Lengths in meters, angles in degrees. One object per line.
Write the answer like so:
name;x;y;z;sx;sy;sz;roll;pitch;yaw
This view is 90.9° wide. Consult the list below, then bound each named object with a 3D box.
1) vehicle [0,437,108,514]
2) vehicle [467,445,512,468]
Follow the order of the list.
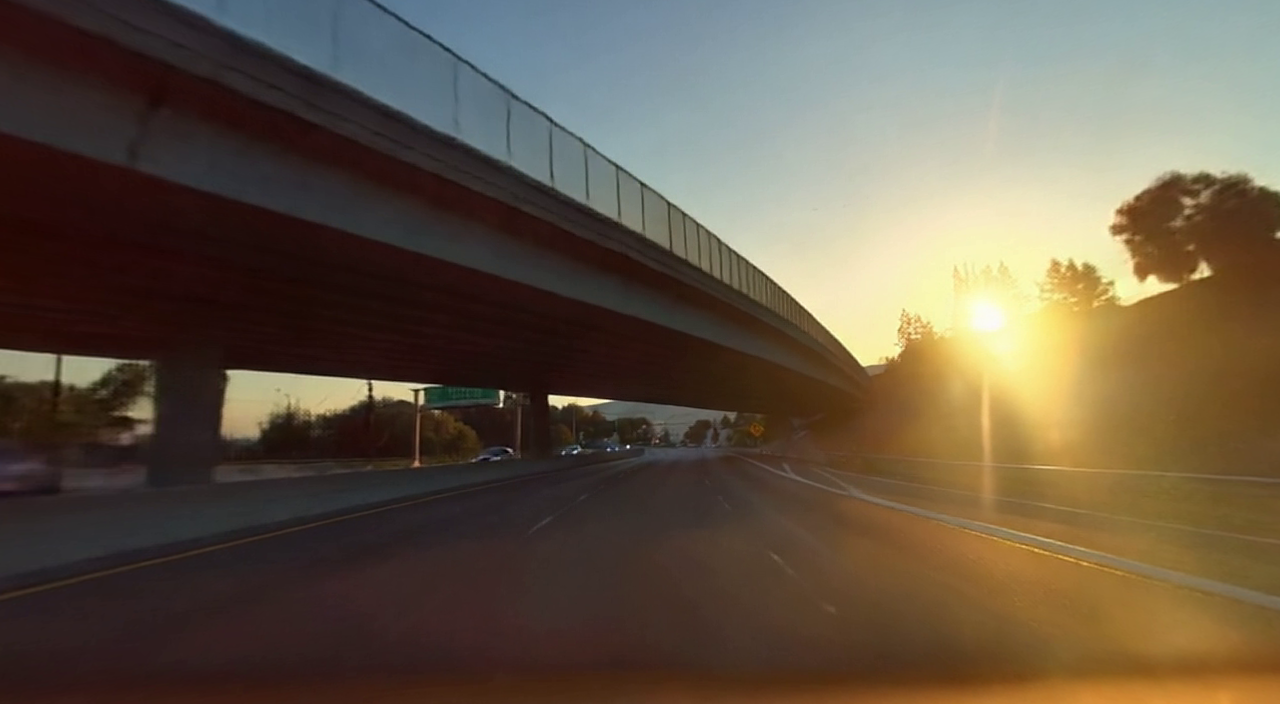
vehicle;-15.952;2.820;14.303;2.310;1.742;5.997;-1;-9;3
vehicle;-11.356;7.870;47.754;1.960;1.530;4.344;-5;-9;5
